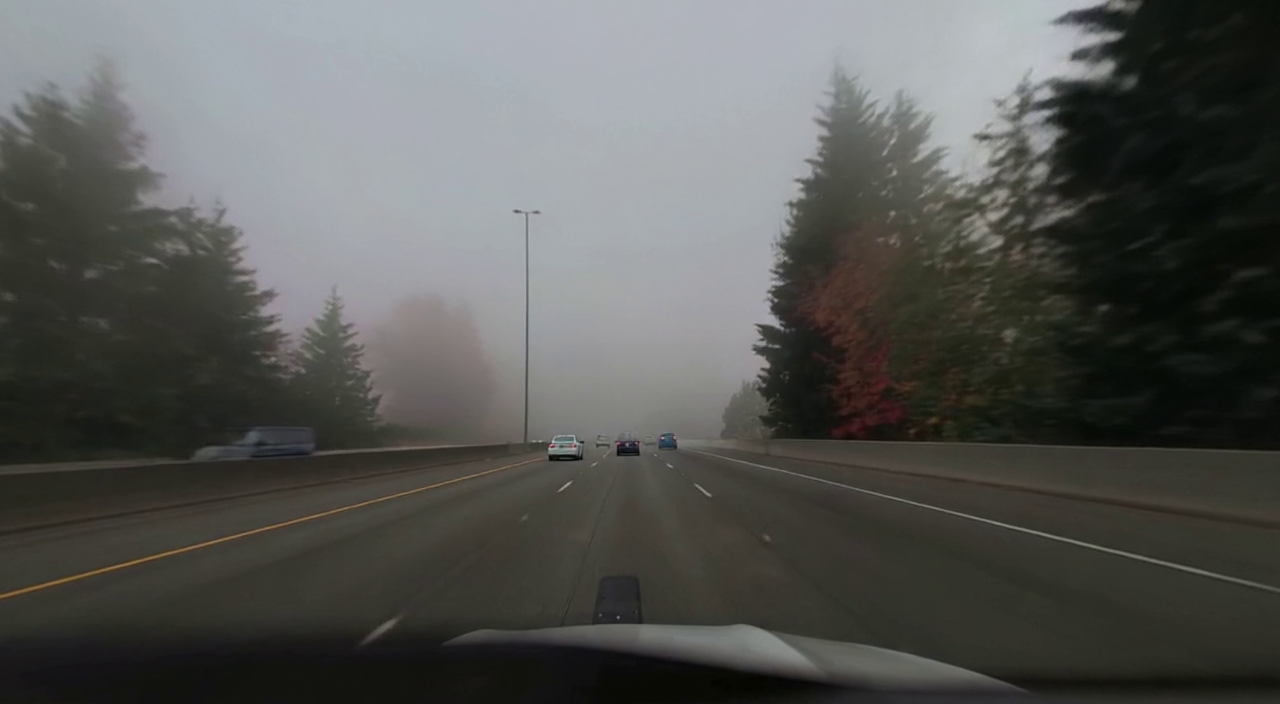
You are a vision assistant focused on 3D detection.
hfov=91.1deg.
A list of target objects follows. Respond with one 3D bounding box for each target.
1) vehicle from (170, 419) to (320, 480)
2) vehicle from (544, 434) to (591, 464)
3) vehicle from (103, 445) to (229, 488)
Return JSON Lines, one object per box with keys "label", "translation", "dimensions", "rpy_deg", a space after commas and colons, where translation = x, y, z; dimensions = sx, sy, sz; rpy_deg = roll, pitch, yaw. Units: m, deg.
{"label": "vehicle", "translation": [-20.100, 5.006, 32.734], "dimensions": [2.685, 2.760, 7.884], "rpy_deg": [0, -8, 0]}
{"label": "vehicle", "translation": [-3.917, 5.313, 34.752], "dimensions": [2.103, 1.507, 4.367], "rpy_deg": [0, -8, 0]}
{"label": "vehicle", "translation": [-19.915, 4.788, 26.679], "dimensions": [2.038, 1.566, 4.287], "rpy_deg": [0, -8, -1]}
